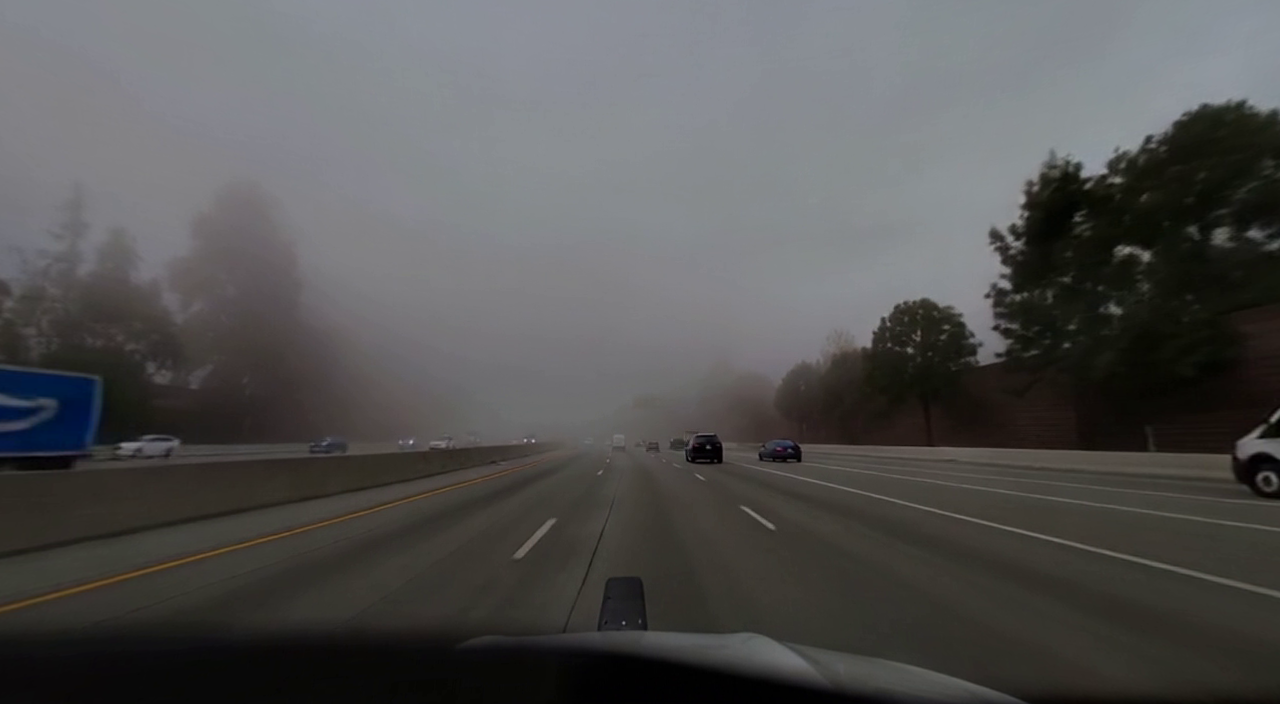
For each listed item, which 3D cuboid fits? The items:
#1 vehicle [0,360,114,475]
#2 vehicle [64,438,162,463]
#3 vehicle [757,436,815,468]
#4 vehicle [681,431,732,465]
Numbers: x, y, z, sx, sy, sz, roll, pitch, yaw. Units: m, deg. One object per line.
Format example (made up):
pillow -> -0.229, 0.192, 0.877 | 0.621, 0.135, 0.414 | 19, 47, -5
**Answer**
vehicle -> -25.059, 1.897, 19.755 | 2.972, 4.191, 16.717 | 0, -8, 0
vehicle -> -32.907, 6.150, 39.561 | 1.859, 1.457, 4.724 | -1, -8, 4
vehicle -> 7.387, 5.100, 32.299 | 1.798, 1.473, 4.077 | 0, -8, -2
vehicle -> 3.549, 5.245, 34.494 | 2.141, 1.732, 4.279 | 0, -8, -3
